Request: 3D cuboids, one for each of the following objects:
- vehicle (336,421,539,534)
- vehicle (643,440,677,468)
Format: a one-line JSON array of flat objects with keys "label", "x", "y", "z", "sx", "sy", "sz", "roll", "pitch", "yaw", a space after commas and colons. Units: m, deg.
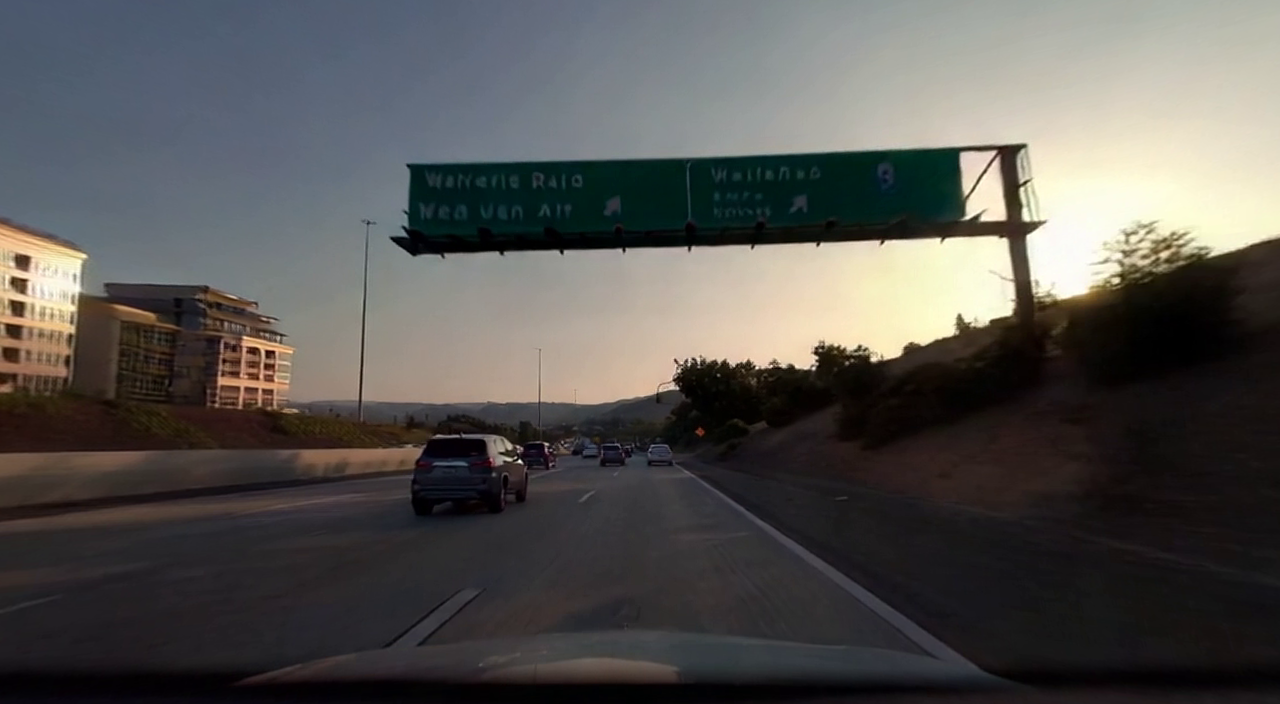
[{"label": "vehicle", "x": -3.505, "y": 2.280, "z": 12.144, "sx": 2.136, "sy": 1.718, "sz": 4.873, "roll": 0, "pitch": -8, "yaw": 2}, {"label": "vehicle", "x": 1.279, "y": 6.693, "z": 41.559, "sx": 2.135, "sy": 1.697, "sz": 4.757, "roll": 0, "pitch": -8, "yaw": 1}]
